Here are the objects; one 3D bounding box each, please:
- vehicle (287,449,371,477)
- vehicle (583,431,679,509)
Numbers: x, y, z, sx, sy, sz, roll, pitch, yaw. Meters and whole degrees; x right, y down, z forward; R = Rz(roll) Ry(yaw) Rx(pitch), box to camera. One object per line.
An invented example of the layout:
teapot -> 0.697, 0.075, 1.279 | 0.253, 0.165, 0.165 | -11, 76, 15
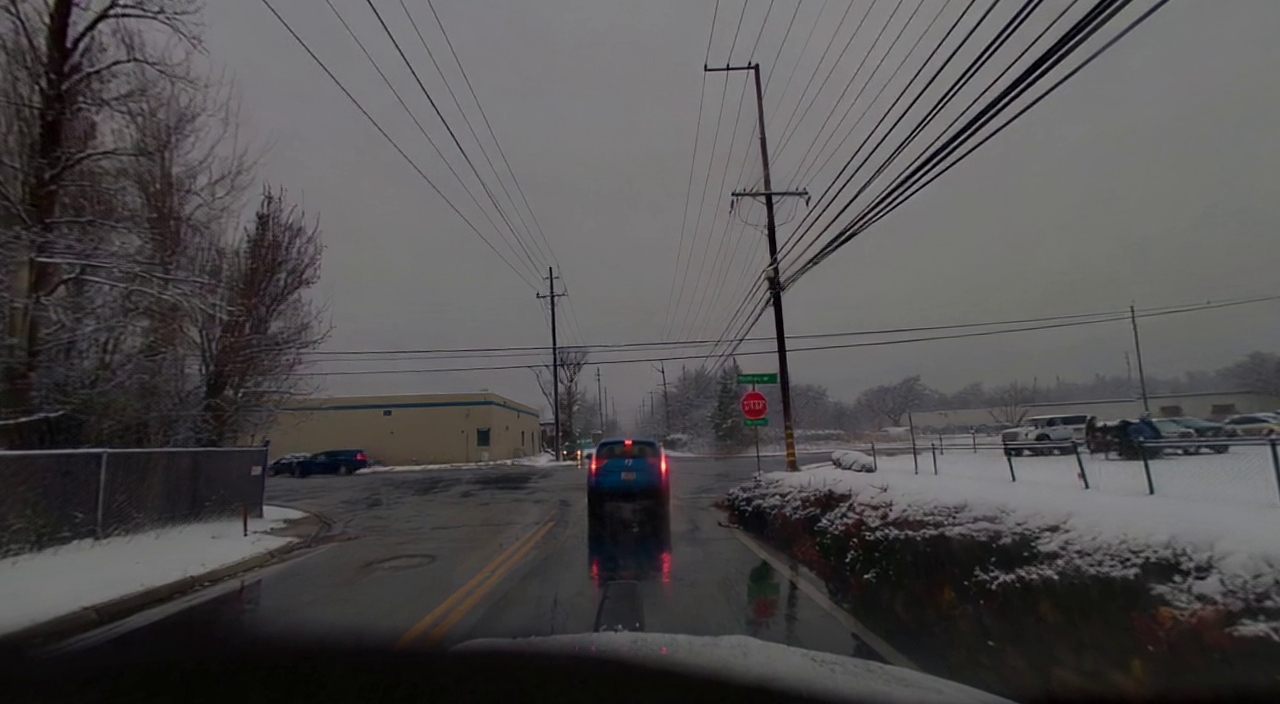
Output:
vehicle -> -20.106, 7.187, 40.984 | 4.415, 1.753, 2.029 | -1, -9, 8
vehicle -> -0.261, 2.920, 16.136 | 2.137, 1.698, 4.166 | 0, -8, -2
